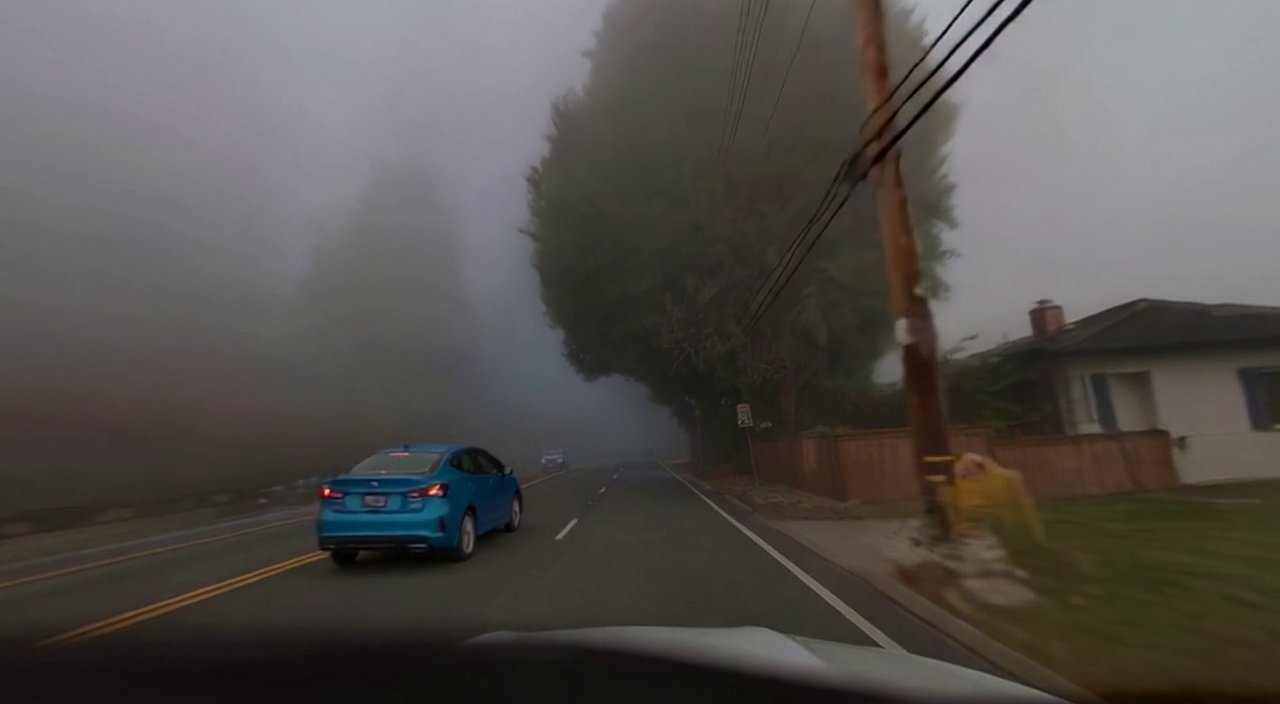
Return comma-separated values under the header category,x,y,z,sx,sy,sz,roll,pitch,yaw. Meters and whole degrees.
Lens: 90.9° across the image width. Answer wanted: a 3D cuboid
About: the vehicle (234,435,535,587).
category,x,y,z,sx,sy,sz,roll,pitch,yaw
vehicle,-3.028,1.995,8.967,2.085,1.512,5.023,-1,-8,1
